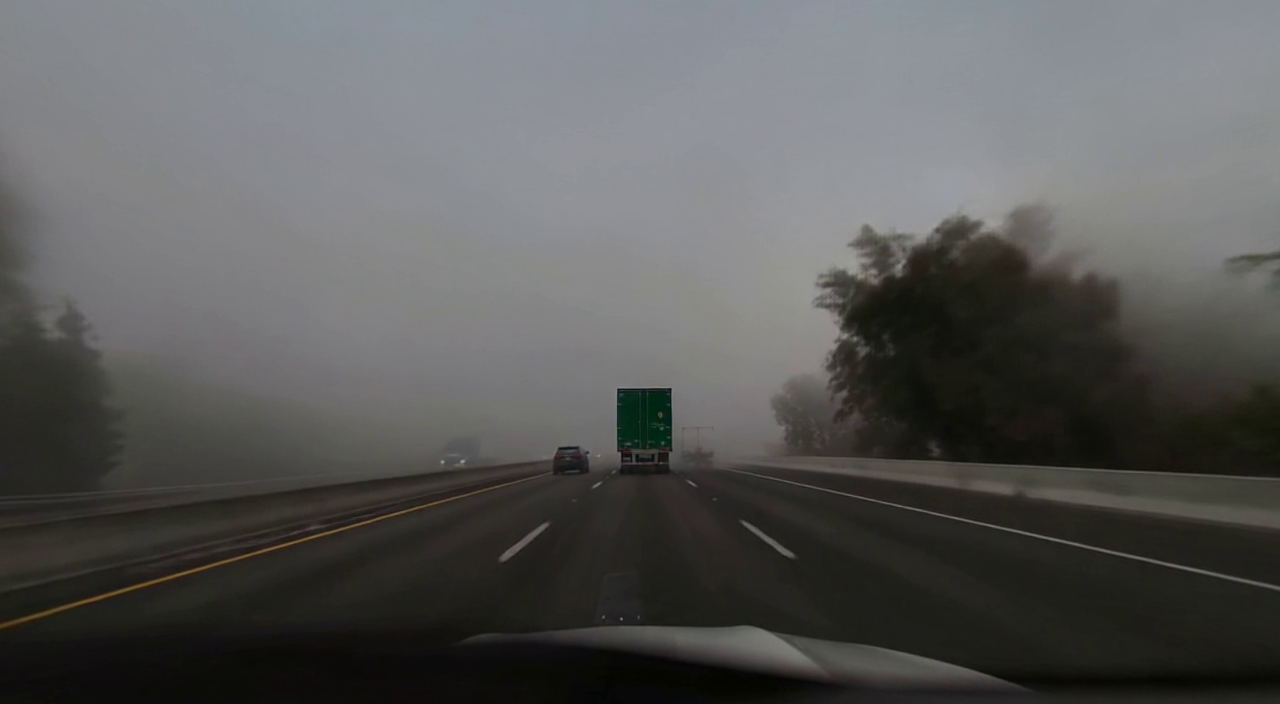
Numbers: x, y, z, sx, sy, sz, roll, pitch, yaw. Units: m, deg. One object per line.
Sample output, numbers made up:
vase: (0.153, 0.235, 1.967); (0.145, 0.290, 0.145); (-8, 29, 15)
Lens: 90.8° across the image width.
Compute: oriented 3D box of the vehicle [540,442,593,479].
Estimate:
vehicle: (-3.571, 5.389, 31.523); (2.173, 1.657, 4.401); (0, -9, -1)

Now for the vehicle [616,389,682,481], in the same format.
vehicle: (0.317, 4.546, 33.741); (2.932, 4.042, 11.054); (0, -9, -1)
